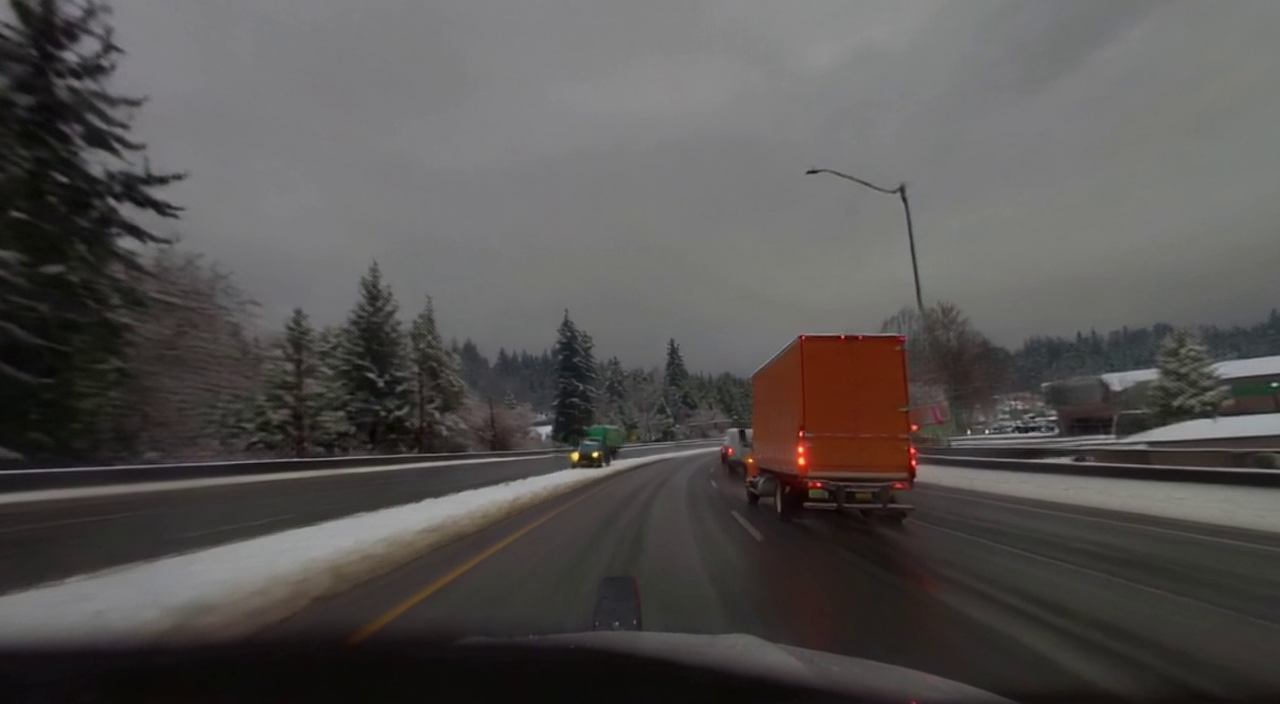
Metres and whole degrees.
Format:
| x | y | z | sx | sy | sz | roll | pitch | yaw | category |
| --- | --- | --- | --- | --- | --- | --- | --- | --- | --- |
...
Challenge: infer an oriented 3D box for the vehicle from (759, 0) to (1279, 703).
| x | y | z | sx | sy | sz | roll | pitch | yaw | category |
| --- | --- | --- | --- | --- | --- | --- | --- | --- | --- |
| 4.079 | 1.002 | 7.171 | 2.916 | 3.563 | 14.462 | 0 | -9 | 1 | vehicle |

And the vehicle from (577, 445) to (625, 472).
| x | y | z | sx | sy | sz | roll | pitch | yaw | category |
| --- | --- | --- | --- | --- | --- | --- | --- | --- | --- |
| -2.350 | 6.566 | 38.892 | 2.054 | 1.525 | 4.441 | -1 | -9 | 8 | vehicle |
